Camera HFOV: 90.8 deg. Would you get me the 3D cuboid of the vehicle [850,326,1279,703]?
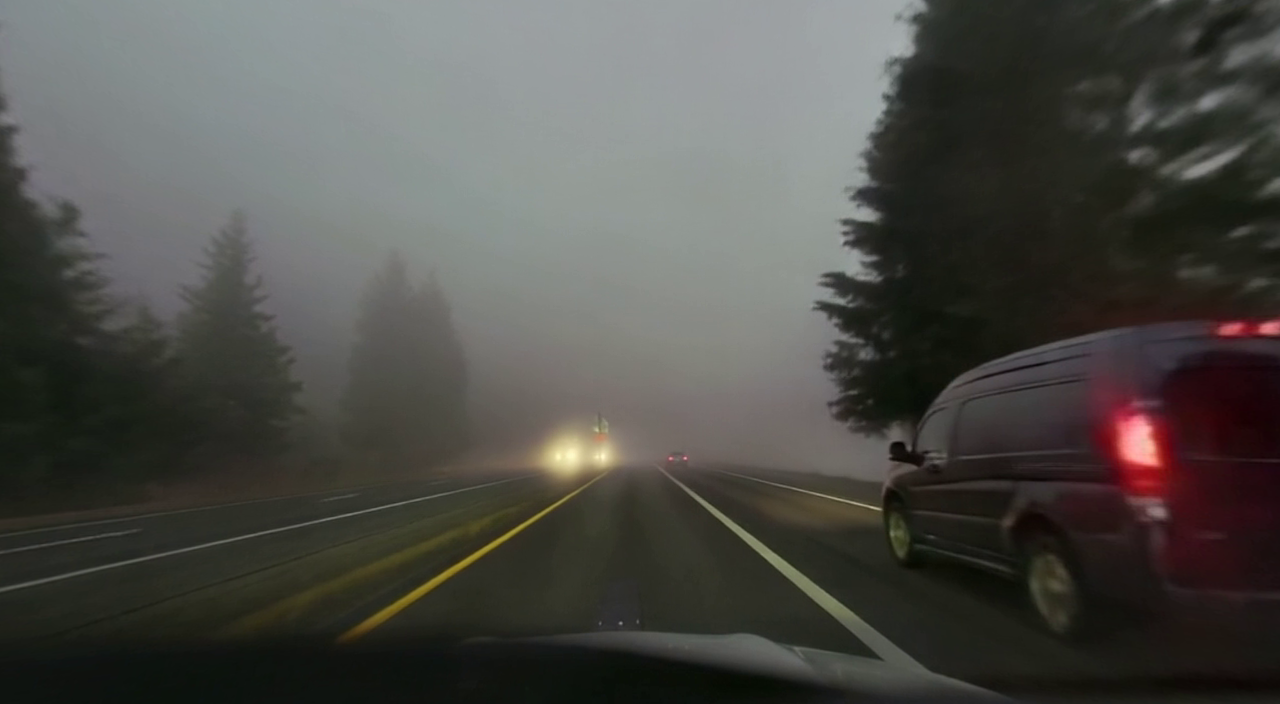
[{"bbox_3d":[3.921,1.268,5.726,2.152,1.998,5.380,0,-9,0],"label":"vehicle"}]
